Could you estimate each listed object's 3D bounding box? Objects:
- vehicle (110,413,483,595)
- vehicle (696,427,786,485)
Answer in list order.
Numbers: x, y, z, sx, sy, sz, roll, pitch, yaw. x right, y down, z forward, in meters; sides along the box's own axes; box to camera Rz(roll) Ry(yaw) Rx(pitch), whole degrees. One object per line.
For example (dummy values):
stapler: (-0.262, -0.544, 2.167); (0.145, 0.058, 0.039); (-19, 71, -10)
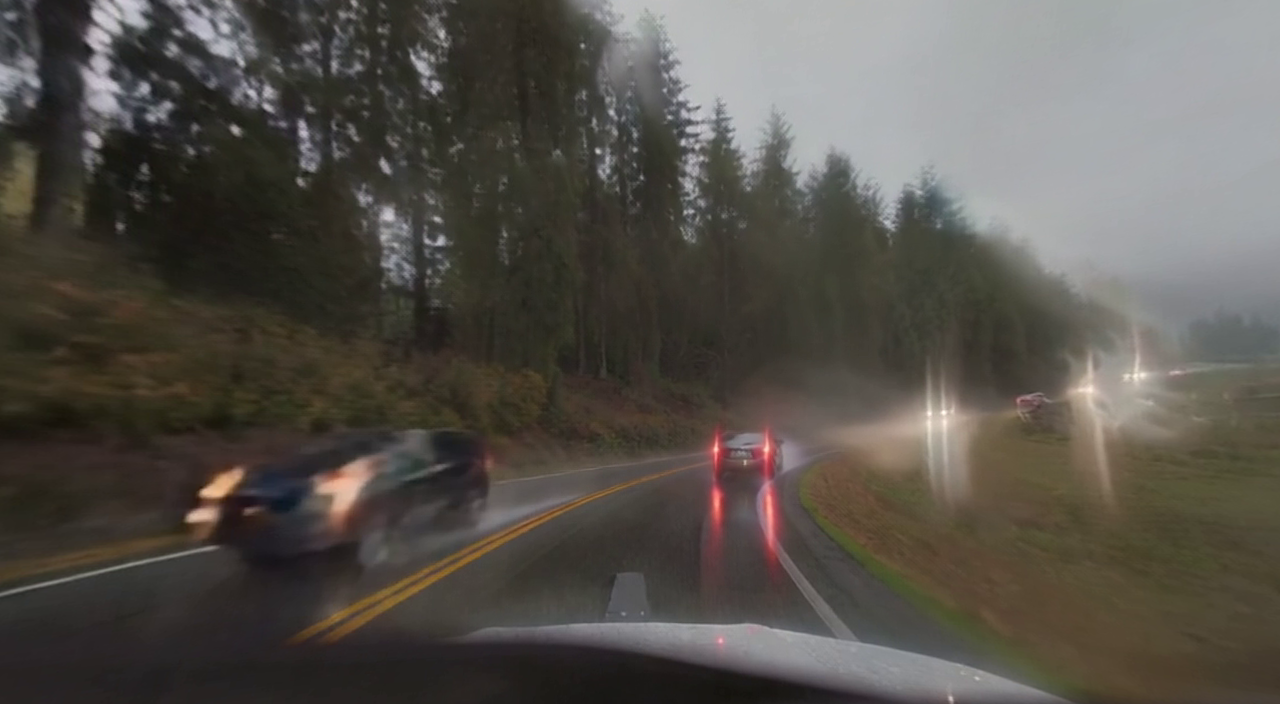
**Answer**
vehicle: (-3.779, 1.723, 8.053); (2.032, 1.654, 4.204); (-1, -8, 7)
vehicle: (3.286, 3.213, 19.766); (2.274, 1.583, 4.349); (-2, -9, 15)
